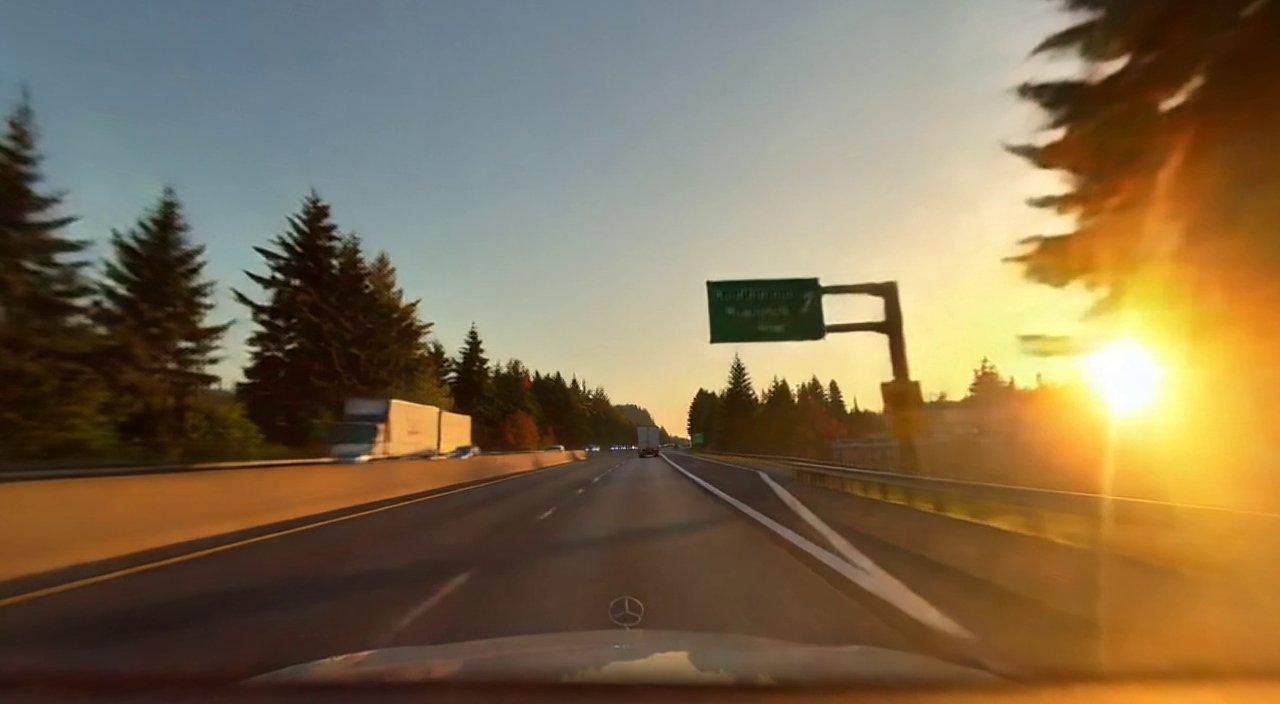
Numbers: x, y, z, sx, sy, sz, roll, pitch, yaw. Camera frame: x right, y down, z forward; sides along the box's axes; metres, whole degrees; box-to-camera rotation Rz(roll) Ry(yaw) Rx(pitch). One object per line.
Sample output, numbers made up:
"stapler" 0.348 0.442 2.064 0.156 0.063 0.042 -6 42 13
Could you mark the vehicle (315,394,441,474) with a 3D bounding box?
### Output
"vehicle" -16.183 5.356 40.233 3.237 4.404 10.808 0 -9 1
